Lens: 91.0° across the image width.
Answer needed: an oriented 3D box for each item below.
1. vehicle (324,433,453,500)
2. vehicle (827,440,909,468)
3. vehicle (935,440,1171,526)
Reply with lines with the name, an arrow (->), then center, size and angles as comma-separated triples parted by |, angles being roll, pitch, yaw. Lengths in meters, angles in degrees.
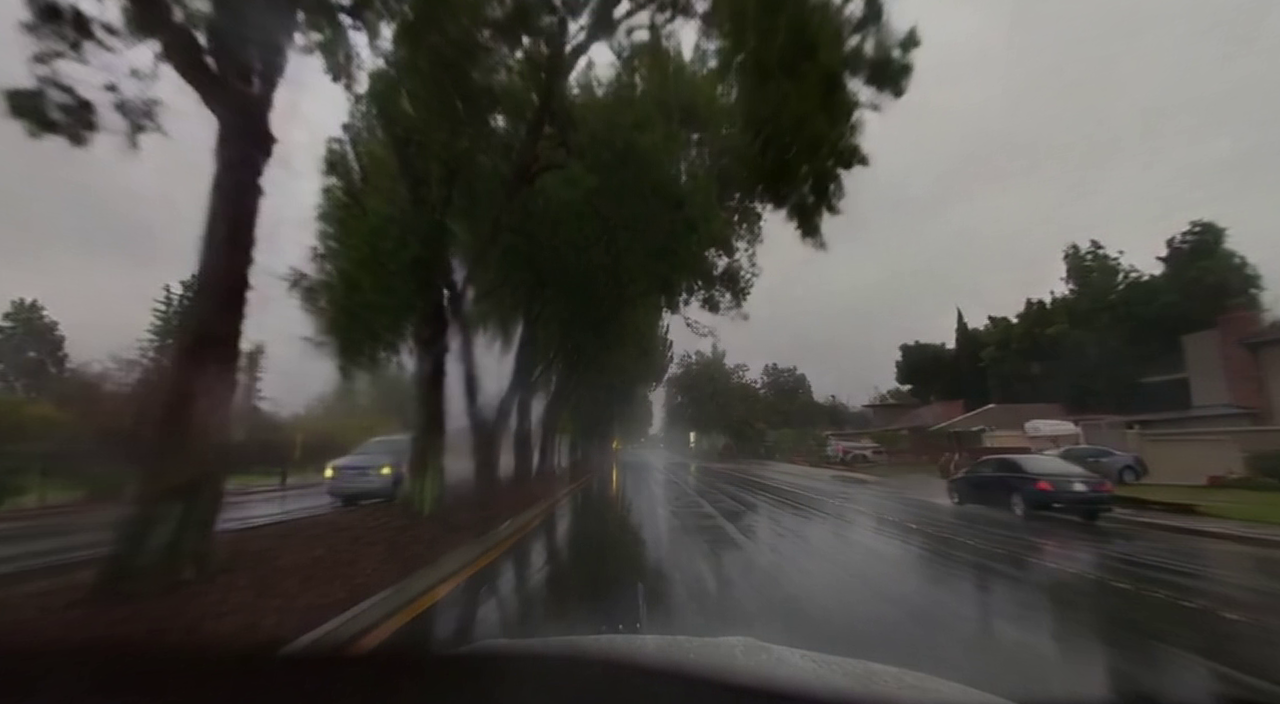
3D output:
vehicle -> -7.571, 3.483, 19.606 | 2.019, 1.819, 4.897 | 0, -9, -1
vehicle -> 14.259, 6.413, 39.570 | 4.386, 1.711, 1.929 | 0, -8, 0
vehicle -> 8.406, 2.658, 13.429 | 1.940, 1.516, 4.319 | 0, -9, -3
